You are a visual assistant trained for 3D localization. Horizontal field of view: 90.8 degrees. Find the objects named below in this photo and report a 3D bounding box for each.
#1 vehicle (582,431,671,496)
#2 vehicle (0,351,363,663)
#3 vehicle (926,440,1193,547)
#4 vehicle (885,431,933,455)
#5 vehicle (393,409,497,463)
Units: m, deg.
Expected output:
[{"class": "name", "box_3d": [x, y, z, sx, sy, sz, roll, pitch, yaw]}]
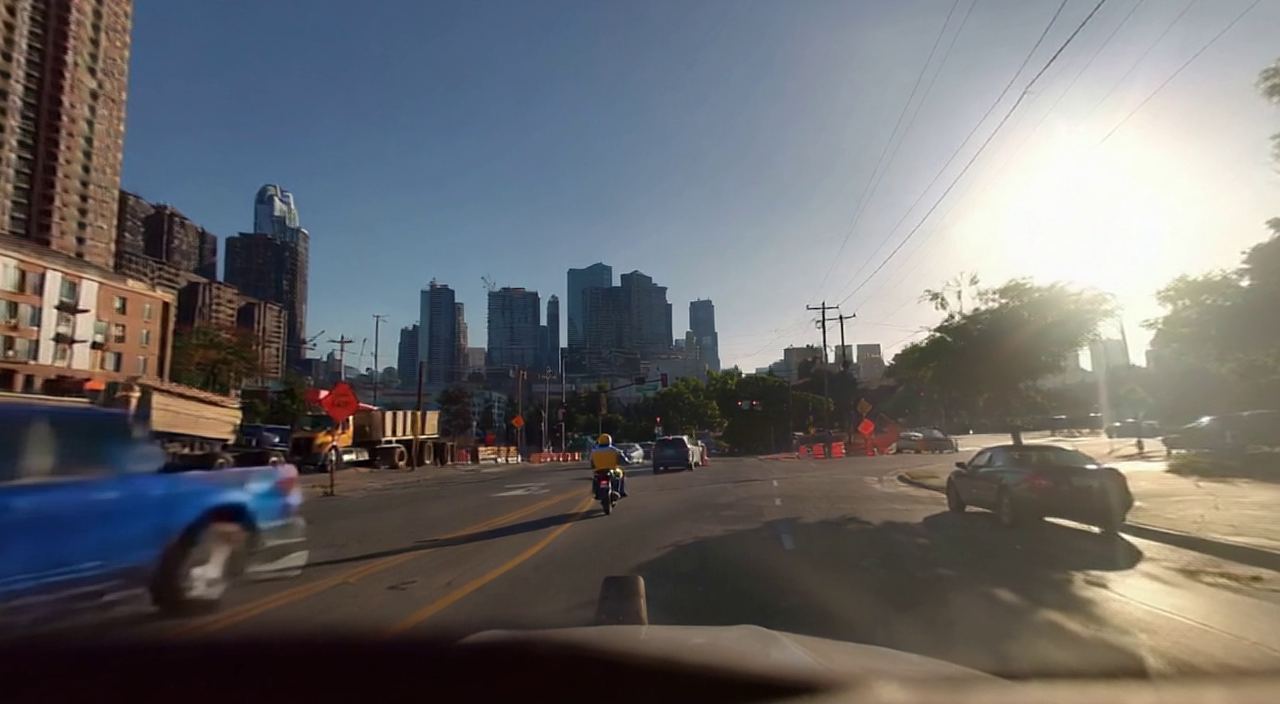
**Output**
[{"class": "vehicle", "box_3d": [-0.243, 3.115, 17.964, 1.925, 1.602, 4.090, -1, -8, 7]}, {"class": "vehicle", "box_3d": [-4.968, 1.158, 5.232, 2.222, 1.911, 5.988, -1, -8, 5]}, {"class": "vehicle", "box_3d": [6.909, 2.322, 11.180, 1.973, 1.457, 4.522, -1, -8, 6]}, {"class": "vehicle", "box_3d": [20.402, 6.907, 48.032, 1.918, 1.732, 4.650, -1, -8, 5]}, {"class": "vehicle", "box_3d": [-12.656, 5.466, 42.491, 2.970, 2.938, 11.622, -3, -6, 2]}]
